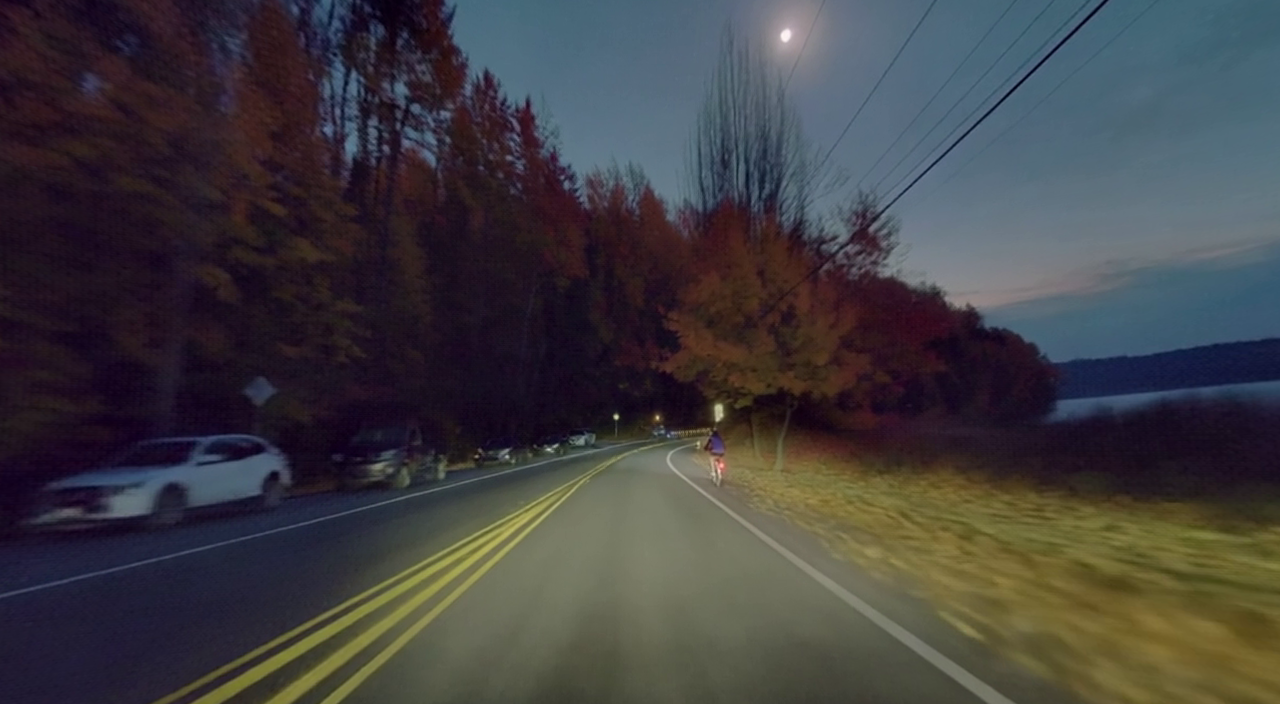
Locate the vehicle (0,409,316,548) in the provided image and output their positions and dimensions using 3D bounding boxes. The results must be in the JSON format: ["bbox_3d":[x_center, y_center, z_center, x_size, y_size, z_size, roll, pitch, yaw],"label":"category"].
[{"bbox_3d":[-7.709,1.978,10.649,1.991,1.759,4.443,-3,-8,3],"label":"vehicle"}]

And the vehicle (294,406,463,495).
[{"bbox_3d":[-7.265,2.864,18.471,2.312,2.075,5.748,-3,-9,2],"label":"vehicle"}]

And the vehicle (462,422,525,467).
[{"bbox_3d":[-7.301,4.698,31.982,1.955,1.908,4.680,-5,-9,0],"label":"vehicle"}]
